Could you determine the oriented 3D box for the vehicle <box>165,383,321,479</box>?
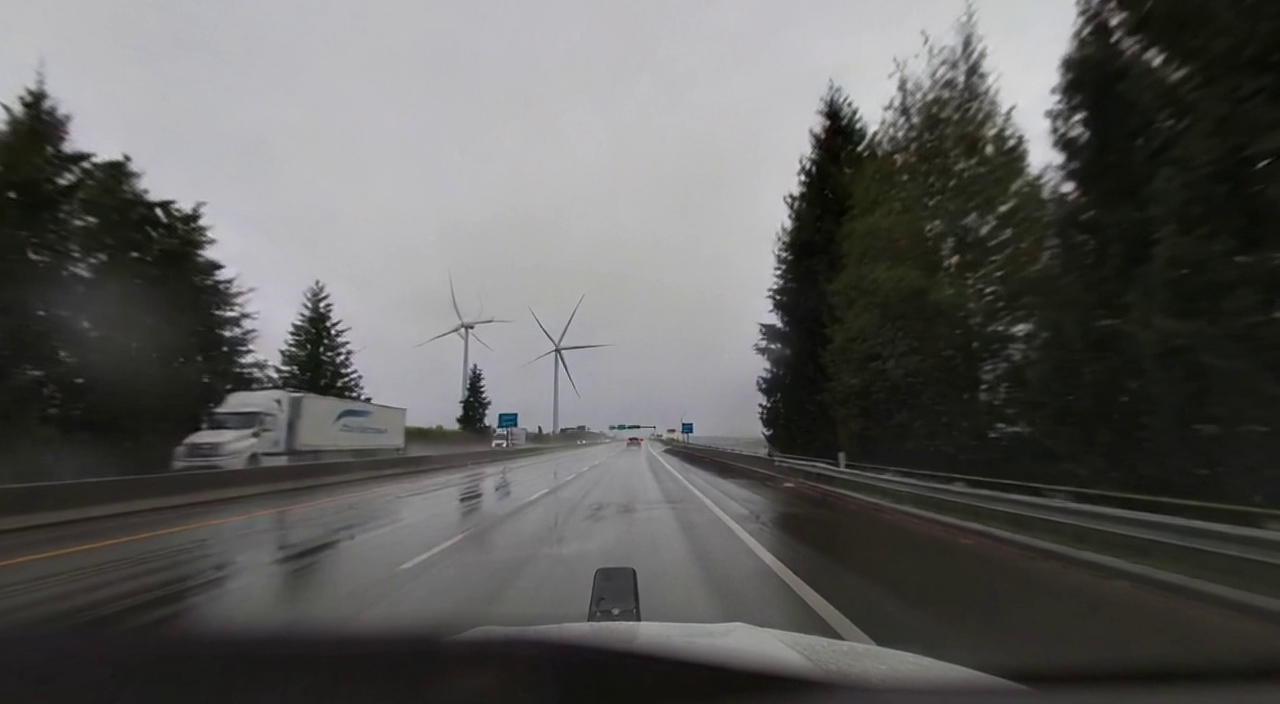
[{"bbox_3d":[-17.283,3.563,28.020,2.995,3.776,5.874,0,-8,-1],"label":"vehicle"}]
